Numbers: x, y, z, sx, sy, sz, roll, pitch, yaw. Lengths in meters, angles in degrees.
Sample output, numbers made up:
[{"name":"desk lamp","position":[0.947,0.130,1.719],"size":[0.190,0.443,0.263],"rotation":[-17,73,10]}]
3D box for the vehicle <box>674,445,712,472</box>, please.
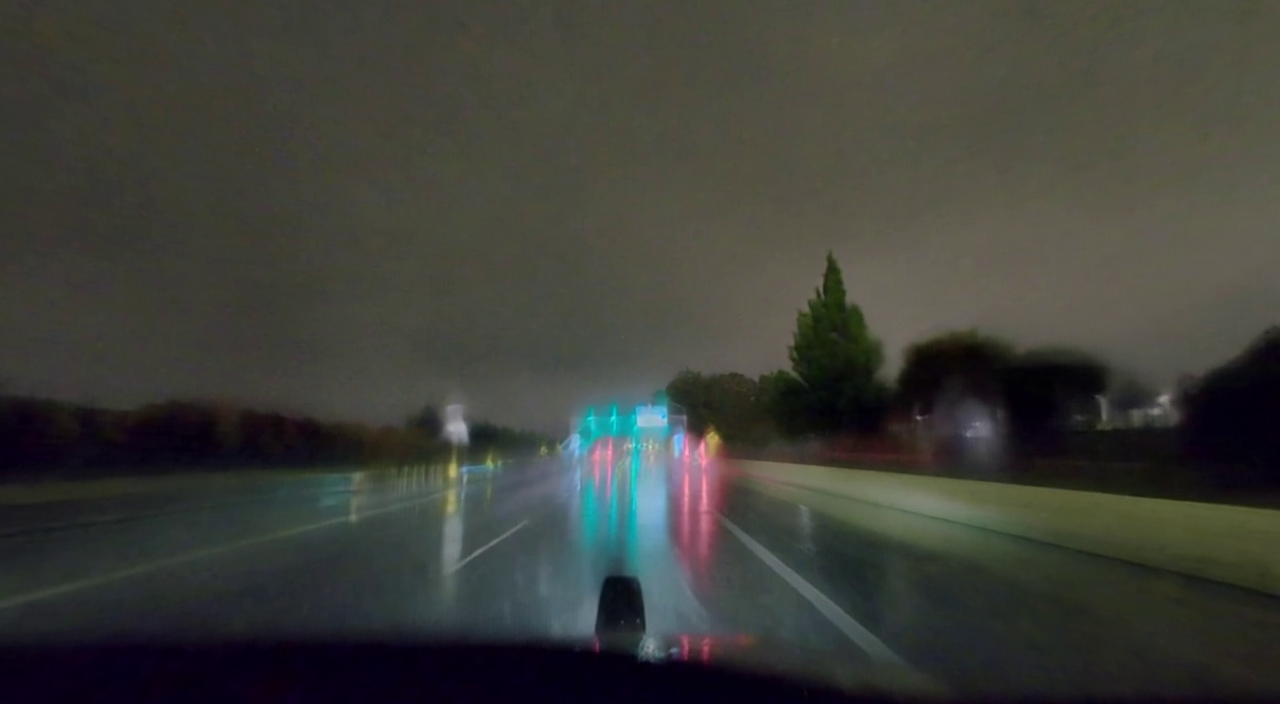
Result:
[{"name":"vehicle","position":[3.632,7.404,43.911],"size":[2.133,1.746,4.511],"rotation":[0,-9,-1]}]
